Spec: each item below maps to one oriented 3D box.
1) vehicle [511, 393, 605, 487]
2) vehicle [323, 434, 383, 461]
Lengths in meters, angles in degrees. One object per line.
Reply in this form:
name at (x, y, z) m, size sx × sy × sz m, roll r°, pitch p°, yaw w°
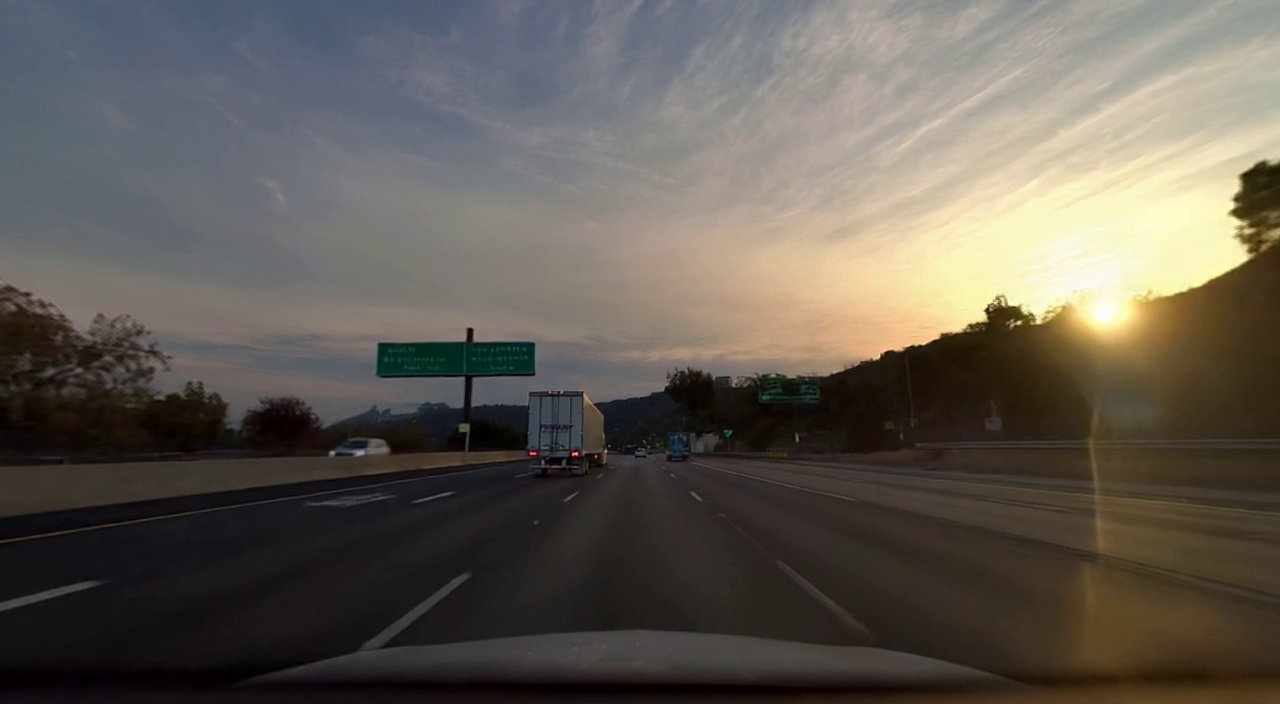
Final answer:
vehicle at (-3.290, 3.915, 27.704) m, size 2.922 × 3.458 × 8.360 m, roll 0°, pitch -9°, yaw 1°
vehicle at (-18.057, 6.067, 39.829) m, size 1.789 × 1.594 × 4.013 m, roll 0°, pitch -9°, yaw 2°
